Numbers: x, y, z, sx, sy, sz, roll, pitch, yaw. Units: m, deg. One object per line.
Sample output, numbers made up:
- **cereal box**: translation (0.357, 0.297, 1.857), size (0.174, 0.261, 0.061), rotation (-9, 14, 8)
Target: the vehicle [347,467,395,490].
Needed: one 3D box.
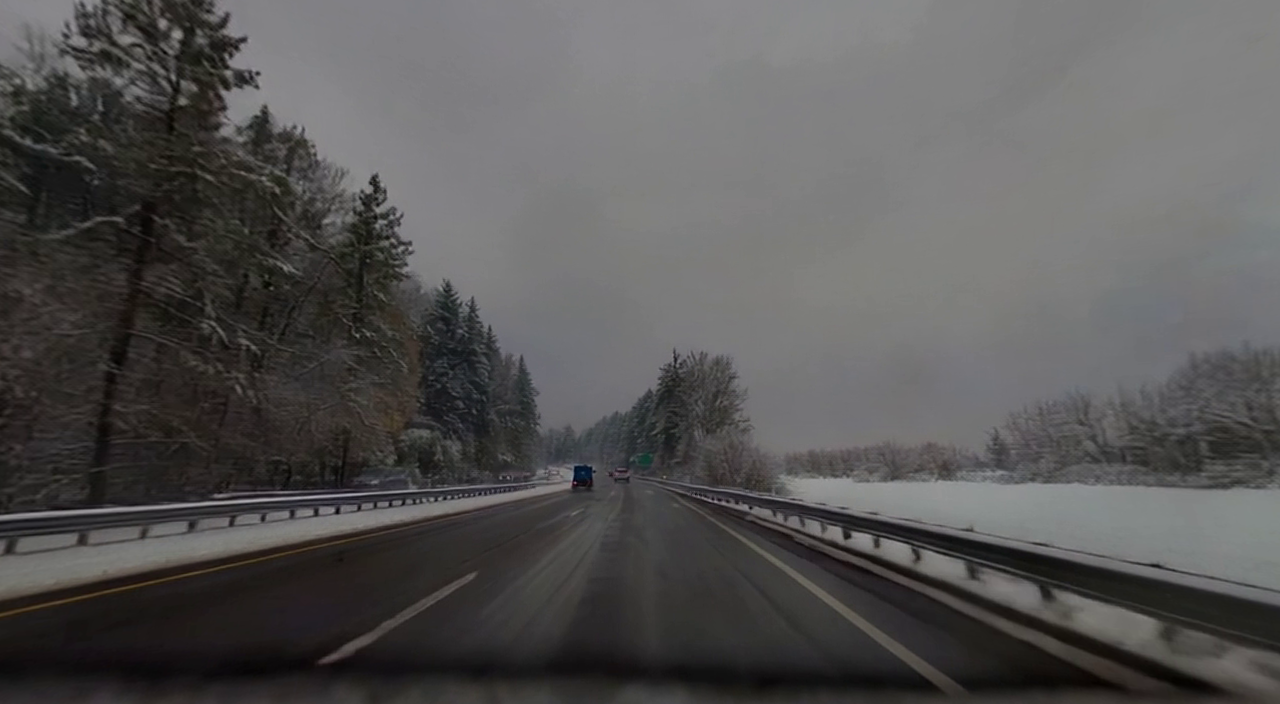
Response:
- **vehicle**: translation (-21.000, 9.895, 49.212), size (1.733, 1.646, 4.204), rotation (1, -11, 1)
